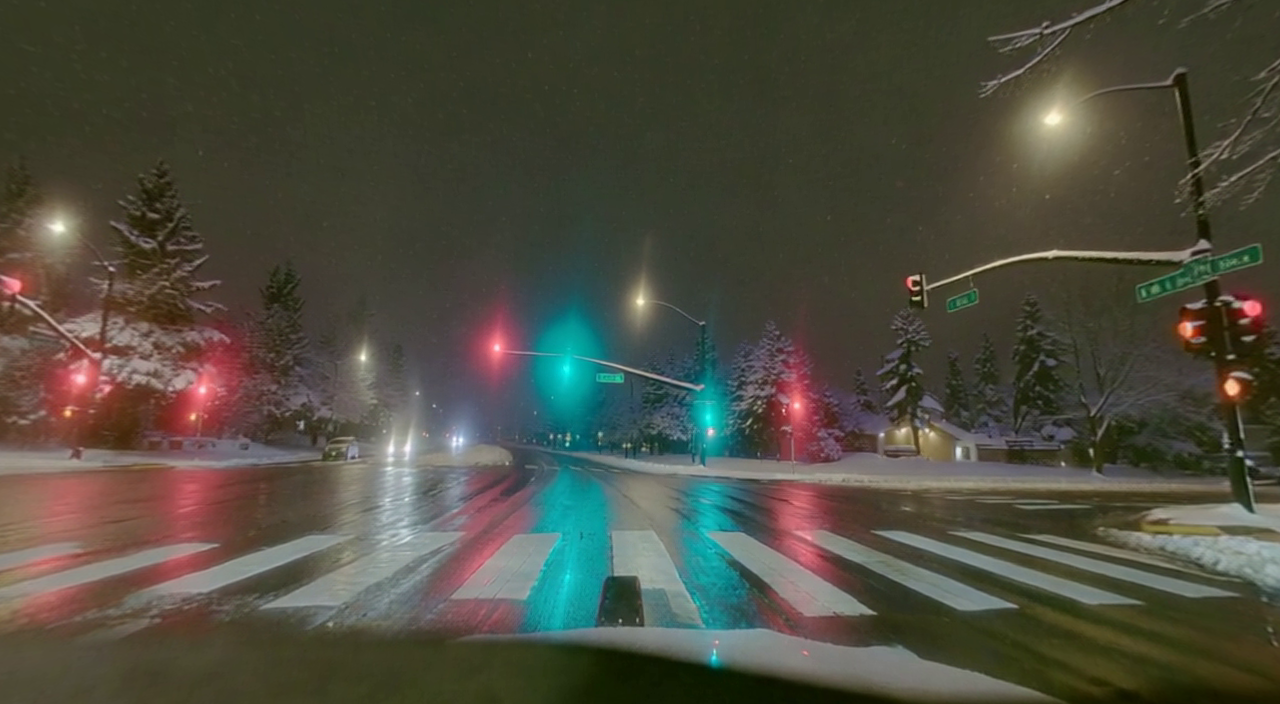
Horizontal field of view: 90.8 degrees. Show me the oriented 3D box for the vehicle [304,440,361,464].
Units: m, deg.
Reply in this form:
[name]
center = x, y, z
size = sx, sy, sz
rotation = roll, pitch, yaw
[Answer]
[vehicle]
center = -19.726, 6.451, 40.723
size = 1.918, 1.432, 4.433
rotation = 1, -9, -8
